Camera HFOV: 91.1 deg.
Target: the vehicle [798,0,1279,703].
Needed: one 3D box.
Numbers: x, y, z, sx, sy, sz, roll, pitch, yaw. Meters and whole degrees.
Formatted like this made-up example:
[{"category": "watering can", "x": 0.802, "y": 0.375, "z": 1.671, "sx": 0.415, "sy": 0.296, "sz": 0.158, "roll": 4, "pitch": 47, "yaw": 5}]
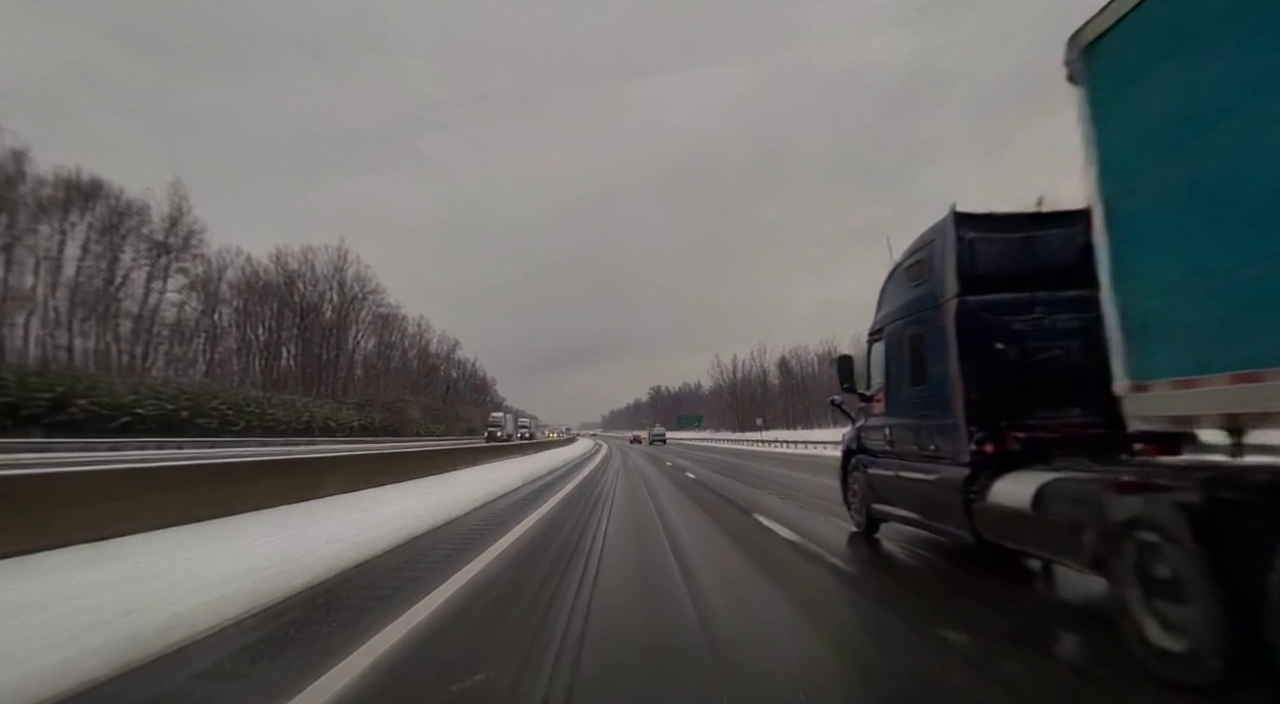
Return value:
[{"category": "vehicle", "x": 3.695, "y": -0.008, "z": 5.400, "sx": 2.985, "sy": 4.066, "sz": 6.190, "roll": 0, "pitch": -8, "yaw": 0}]
